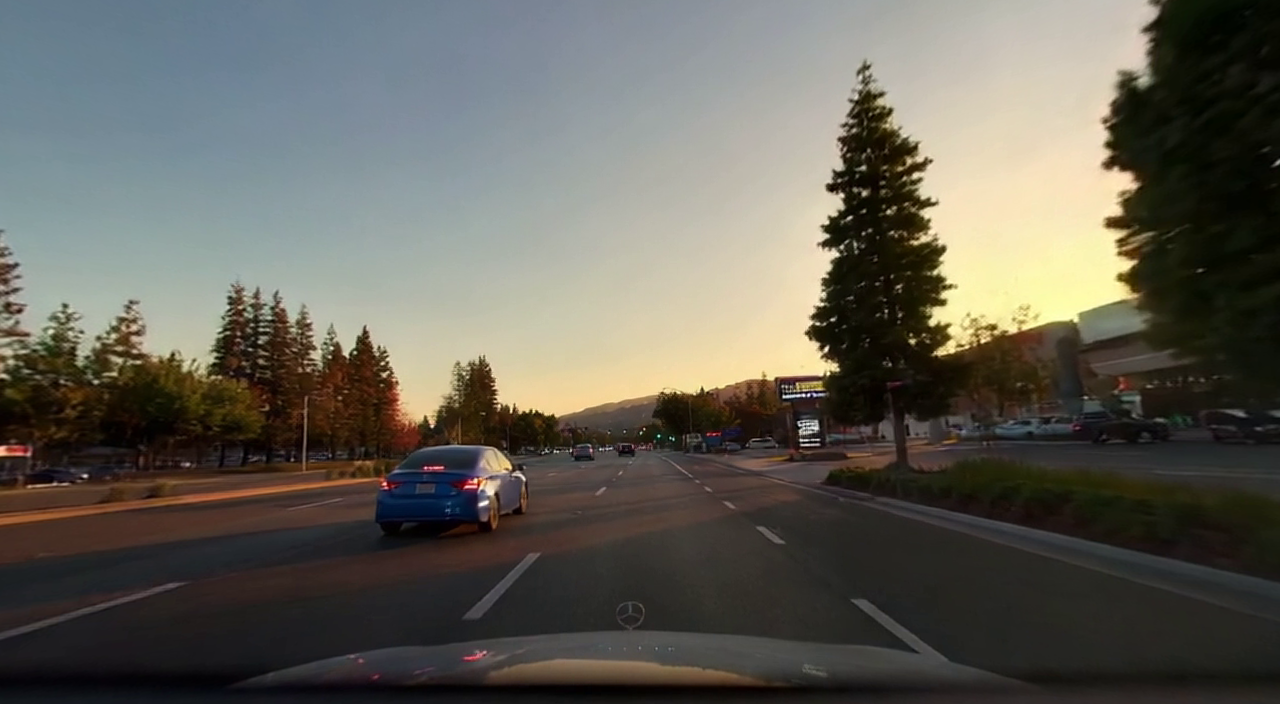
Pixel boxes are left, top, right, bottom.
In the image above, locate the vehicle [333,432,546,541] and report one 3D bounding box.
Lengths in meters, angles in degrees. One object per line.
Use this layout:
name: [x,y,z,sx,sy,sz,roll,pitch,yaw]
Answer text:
vehicle: [-3.098,2.180,10.940,2.152,1.479,4.394,0,-8,2]
